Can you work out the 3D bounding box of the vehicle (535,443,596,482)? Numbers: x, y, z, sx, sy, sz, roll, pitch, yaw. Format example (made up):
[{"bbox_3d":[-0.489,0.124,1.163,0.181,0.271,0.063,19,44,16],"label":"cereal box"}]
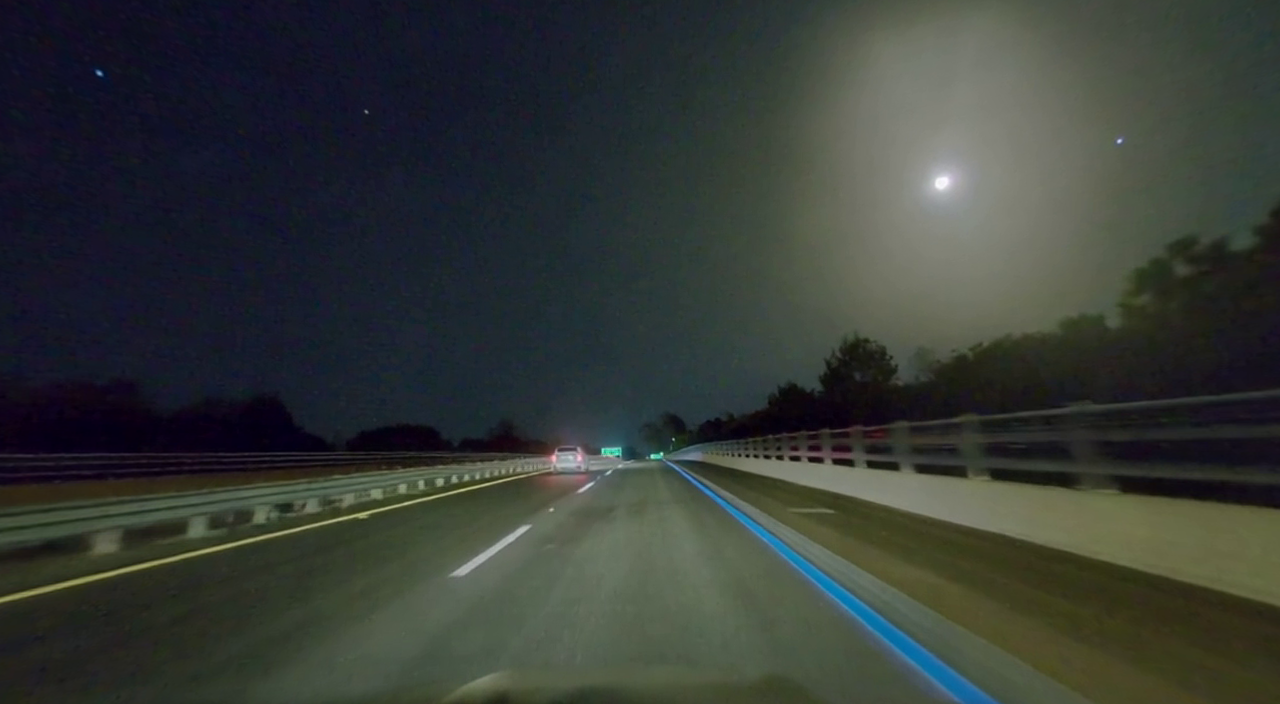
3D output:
[{"bbox_3d":[-3.074,4.639,26.833,2.050,1.530,4.144,0,-8,1],"label":"vehicle"}]
